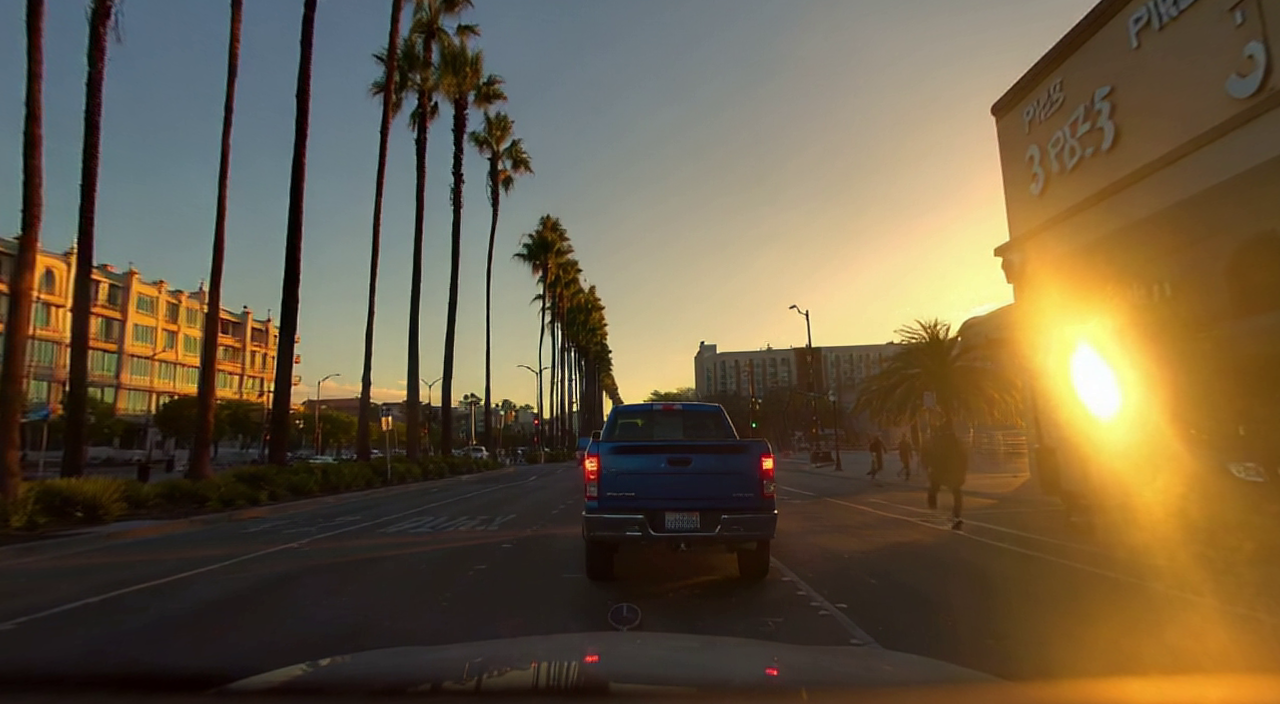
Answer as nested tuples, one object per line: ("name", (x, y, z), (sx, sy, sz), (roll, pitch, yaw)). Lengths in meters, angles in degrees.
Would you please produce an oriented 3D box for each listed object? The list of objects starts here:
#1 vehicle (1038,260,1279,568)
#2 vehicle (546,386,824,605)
("vehicle", (7.903, 0.871, 8.599), (2.666, 3.345, 3.622), (-1, -9, 7))
("vehicle", (0.403, 1.589, 7.980), (2.311, 1.819, 5.255), (0, -8, 1))
